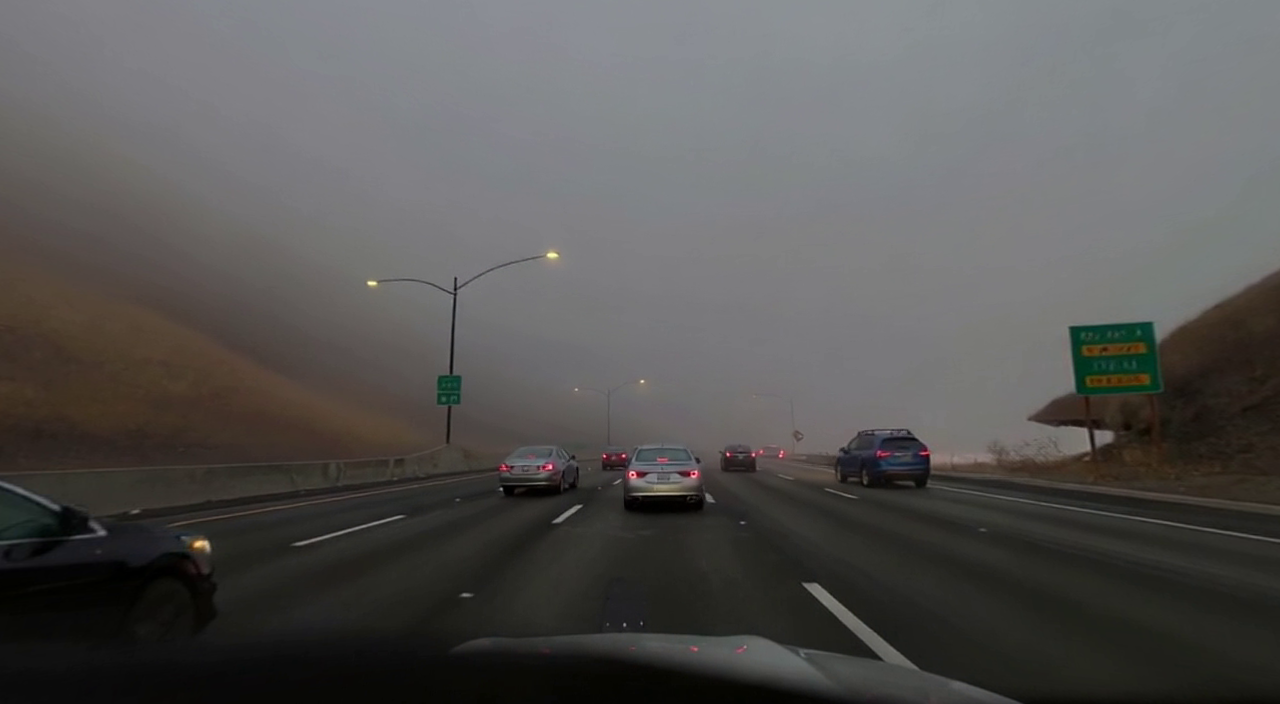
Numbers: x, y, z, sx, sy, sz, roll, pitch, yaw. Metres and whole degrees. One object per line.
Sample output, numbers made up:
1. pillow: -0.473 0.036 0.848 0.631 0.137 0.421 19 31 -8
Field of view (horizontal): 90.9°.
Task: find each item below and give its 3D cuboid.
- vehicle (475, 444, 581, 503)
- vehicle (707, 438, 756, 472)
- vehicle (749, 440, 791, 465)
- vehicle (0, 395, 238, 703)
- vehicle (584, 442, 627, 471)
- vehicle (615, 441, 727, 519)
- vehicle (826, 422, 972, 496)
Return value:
1. vehicle: -2.971 3.325 17.786 2.017 1.446 4.384 -1 -8 3
2. vehicle: 4.837 5.491 33.918 2.083 1.693 4.740 0 -8 2
3. vehicle: 8.793 6.846 43.184 2.032 1.580 4.928 0 -8 2
4. vehicle: -3.429 0.800 1.489 2.033 1.513 4.333 0 -8 1
5. vehicle: -1.951 6.120 37.198 2.034 1.572 4.444 -1 -8 4
6. vehicle: 0.649 2.670 13.750 2.072 1.431 3.904 -1 -8 2
7. vehicle: 7.176 3.016 18.181 2.210 1.831 4.843 0 -8 1
